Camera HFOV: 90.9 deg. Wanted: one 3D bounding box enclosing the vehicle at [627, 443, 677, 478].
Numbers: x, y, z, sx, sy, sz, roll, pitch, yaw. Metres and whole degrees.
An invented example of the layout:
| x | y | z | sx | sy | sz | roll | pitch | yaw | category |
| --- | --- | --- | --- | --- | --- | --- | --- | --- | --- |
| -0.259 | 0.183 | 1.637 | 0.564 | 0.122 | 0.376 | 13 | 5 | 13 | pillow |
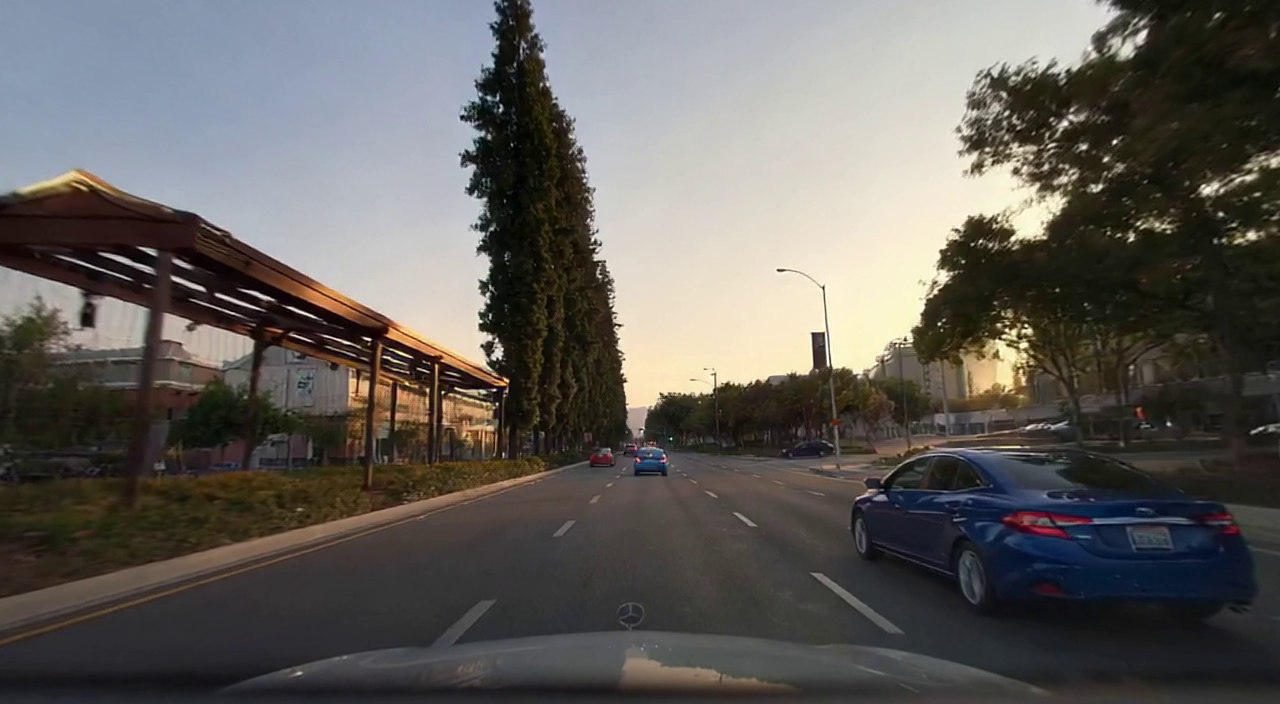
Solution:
| x | y | z | sx | sy | sz | roll | pitch | yaw | category |
| --- | --- | --- | --- | --- | --- | --- | --- | --- | --- |
| 0.533 | 5.036 | 29.470 | 2.144 | 1.505 | 4.128 | 0 | -8 | 0 | vehicle |

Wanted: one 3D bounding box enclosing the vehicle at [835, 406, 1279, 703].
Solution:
| x | y | z | sx | sy | sz | roll | pitch | yaw | category |
| --- | --- | --- | --- | --- | --- | --- | --- | --- | --- |
| 3.340 | 1.330 | 5.194 | 2.067 | 1.497 | 4.327 | 0 | -8 | 0 | vehicle |

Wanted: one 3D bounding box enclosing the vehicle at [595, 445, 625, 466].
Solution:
| x | y | z | sx | sy | sz | roll | pitch | yaw | category |
| --- | --- | --- | --- | --- | --- | --- | --- | --- | --- |
| -2.228 | 7.884 | 48.314 | 2.036 | 1.481 | 4.151 | -1 | -8 | 1 | vehicle |
